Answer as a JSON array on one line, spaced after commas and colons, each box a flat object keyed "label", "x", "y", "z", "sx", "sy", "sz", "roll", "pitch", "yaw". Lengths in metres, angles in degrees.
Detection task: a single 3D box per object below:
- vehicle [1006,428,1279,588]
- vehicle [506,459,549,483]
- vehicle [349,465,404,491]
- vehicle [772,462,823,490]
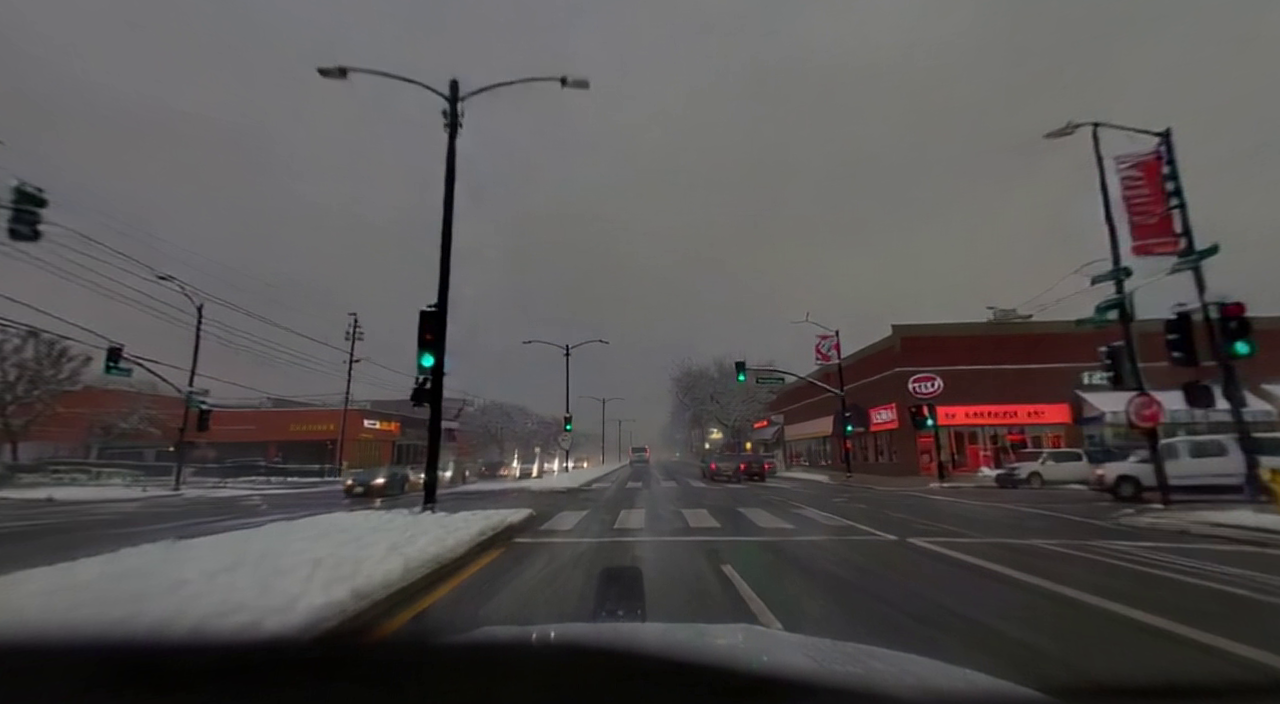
[{"label": "vehicle", "x": 7.437, "y": 1.989, "z": 9.031, "sx": 1.974, "sy": 1.679, "sz": 4.611, "roll": -1, "pitch": -8, "yaw": 5}, {"label": "vehicle", "x": -8.018, "y": 8.516, "z": 45.356, "sx": 2.225, "sy": 1.532, "sz": 4.486, "roll": 0, "pitch": -8, "yaw": 1}, {"label": "vehicle", "x": -18.167, "y": 8.673, "z": 43.761, "sx": 1.858, "sy": 1.493, "sz": 4.721, "roll": 0, "pitch": -8, "yaw": -1}, {"label": "vehicle", "x": 9.635, "y": 7.588, "z": 38.937, "sx": 1.948, "sy": 1.483, "sz": 4.645, "roll": 0, "pitch": -8, "yaw": 0}]
